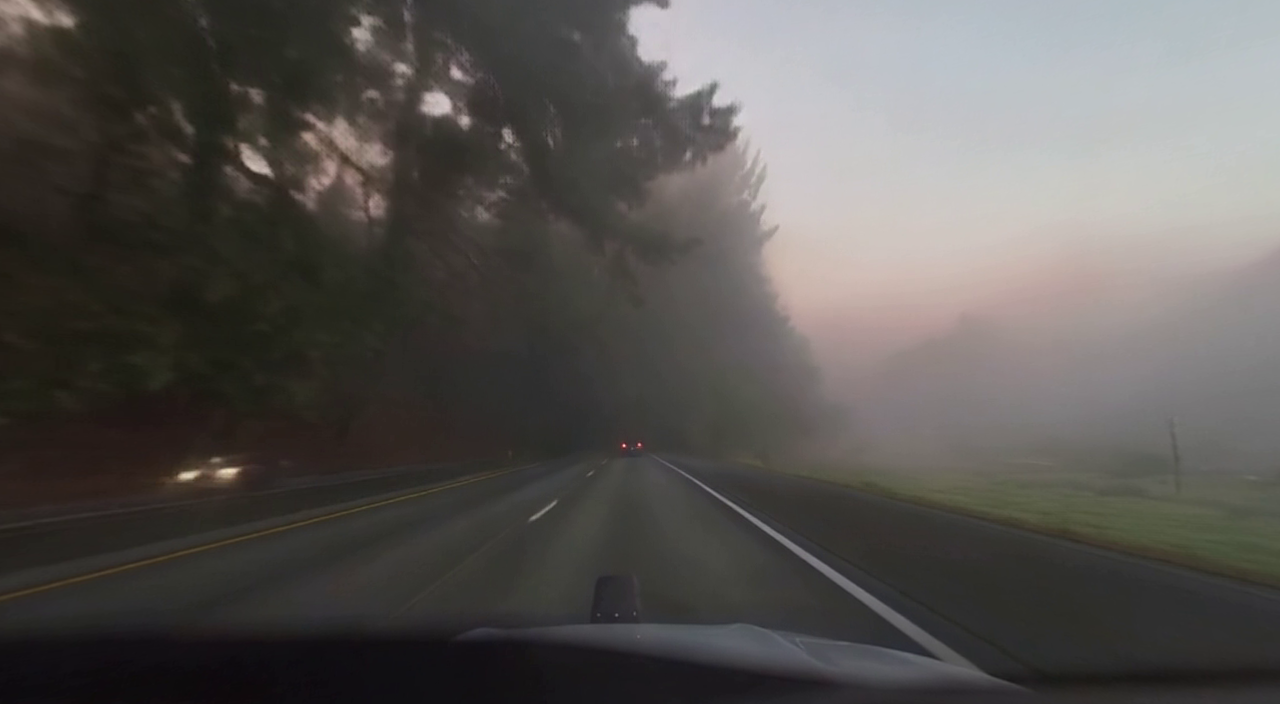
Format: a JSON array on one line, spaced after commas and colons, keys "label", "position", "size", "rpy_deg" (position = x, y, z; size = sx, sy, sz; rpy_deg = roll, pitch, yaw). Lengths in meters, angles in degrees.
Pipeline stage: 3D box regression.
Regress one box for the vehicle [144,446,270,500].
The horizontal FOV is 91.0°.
[{"label": "vehicle", "position": [-16.331, 4.529, 24.040], "size": [1.938, 1.793, 4.055], "rpy_deg": [0, -8, -1]}]
